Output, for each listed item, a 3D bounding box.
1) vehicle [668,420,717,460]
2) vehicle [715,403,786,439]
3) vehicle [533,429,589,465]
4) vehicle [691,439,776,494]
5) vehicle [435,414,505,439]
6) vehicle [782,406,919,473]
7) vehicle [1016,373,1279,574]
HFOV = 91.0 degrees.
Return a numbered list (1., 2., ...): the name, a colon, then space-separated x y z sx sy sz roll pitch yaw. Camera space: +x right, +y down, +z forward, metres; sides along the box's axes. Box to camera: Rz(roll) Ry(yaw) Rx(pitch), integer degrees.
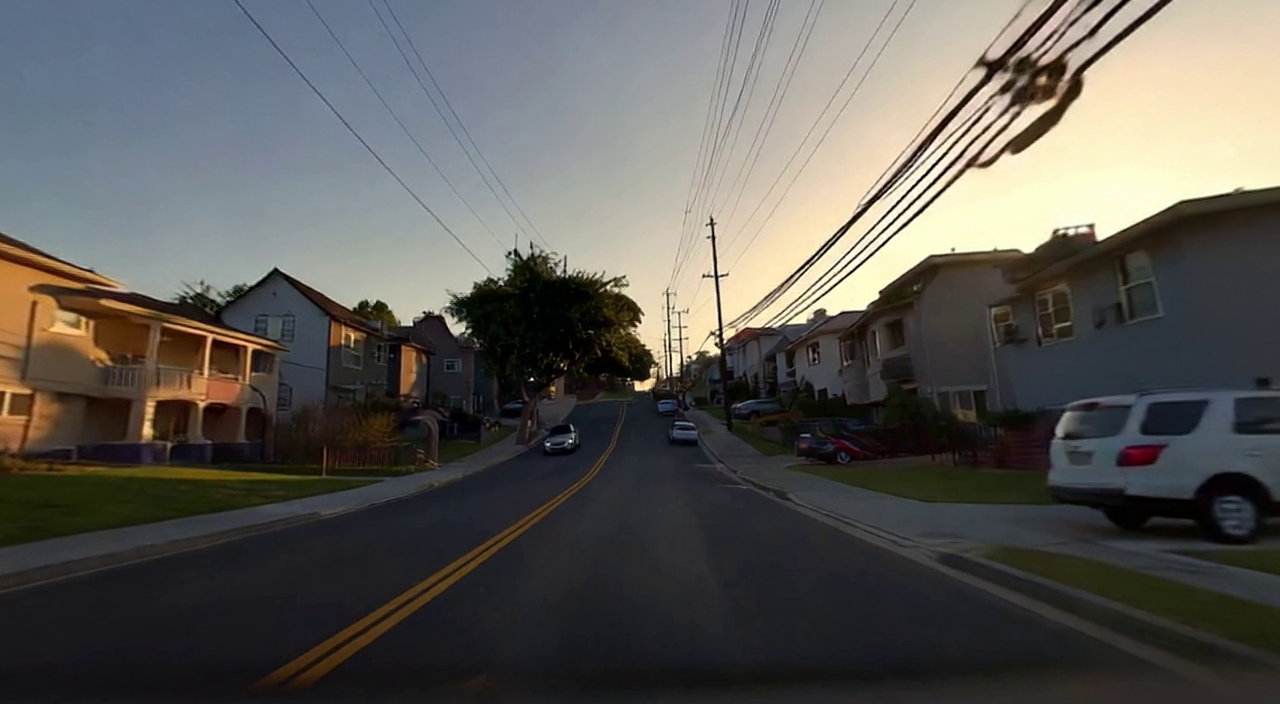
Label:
1. vehicle: 2.776 4.734 34.416 2.211 1.860 4.813 0 -5 -1
2. vehicle: 8.046 5.096 46.288 4.622 1.826 2.065 -9 -9 0
3. vehicle: -3.880 4.710 31.718 2.096 1.542 4.481 0 -5 2
4. vehicle: 2.735 3.472 19.526 2.063 1.503 4.415 0 -9 2
5. vehicle: -12.535 5.528 46.677 4.525 1.797 2.024 -1 -9 4
6. vehicle: 7.836 3.315 23.798 4.286 2.044 1.913 -5 -8 -1
7. vehicle: 7.875 1.162 7.268 5.512 1.846 2.115 -5 -9 1
